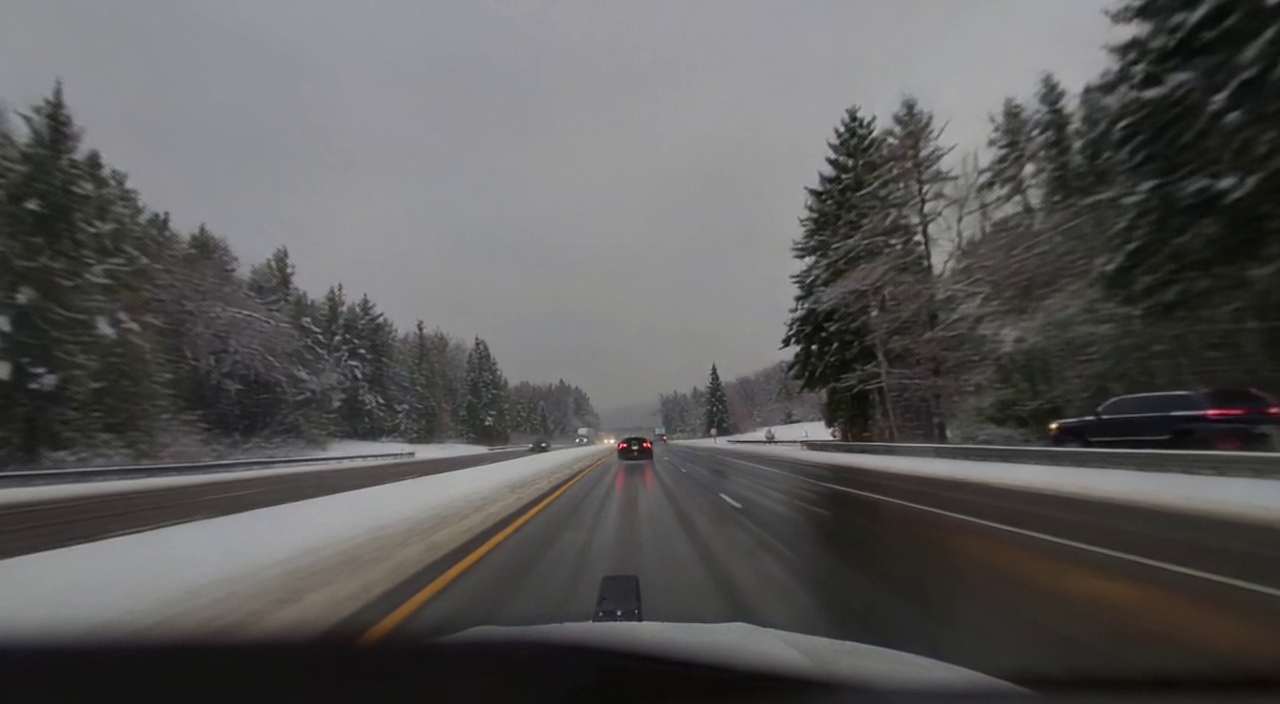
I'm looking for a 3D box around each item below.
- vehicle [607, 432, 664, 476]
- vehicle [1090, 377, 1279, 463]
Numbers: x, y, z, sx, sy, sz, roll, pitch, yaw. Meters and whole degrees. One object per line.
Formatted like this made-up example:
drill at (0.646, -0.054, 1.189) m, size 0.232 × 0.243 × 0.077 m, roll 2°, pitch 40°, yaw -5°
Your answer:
vehicle at (-0.181, 3.698, 23.167) m, size 1.897 × 1.479 × 3.724 m, roll 0°, pitch -8°, yaw -1°
vehicle at (31.547, 3.690, 33.410) m, size 2.988 × 4.062 × 14.442 m, roll 0°, pitch -8°, yaw -8°
